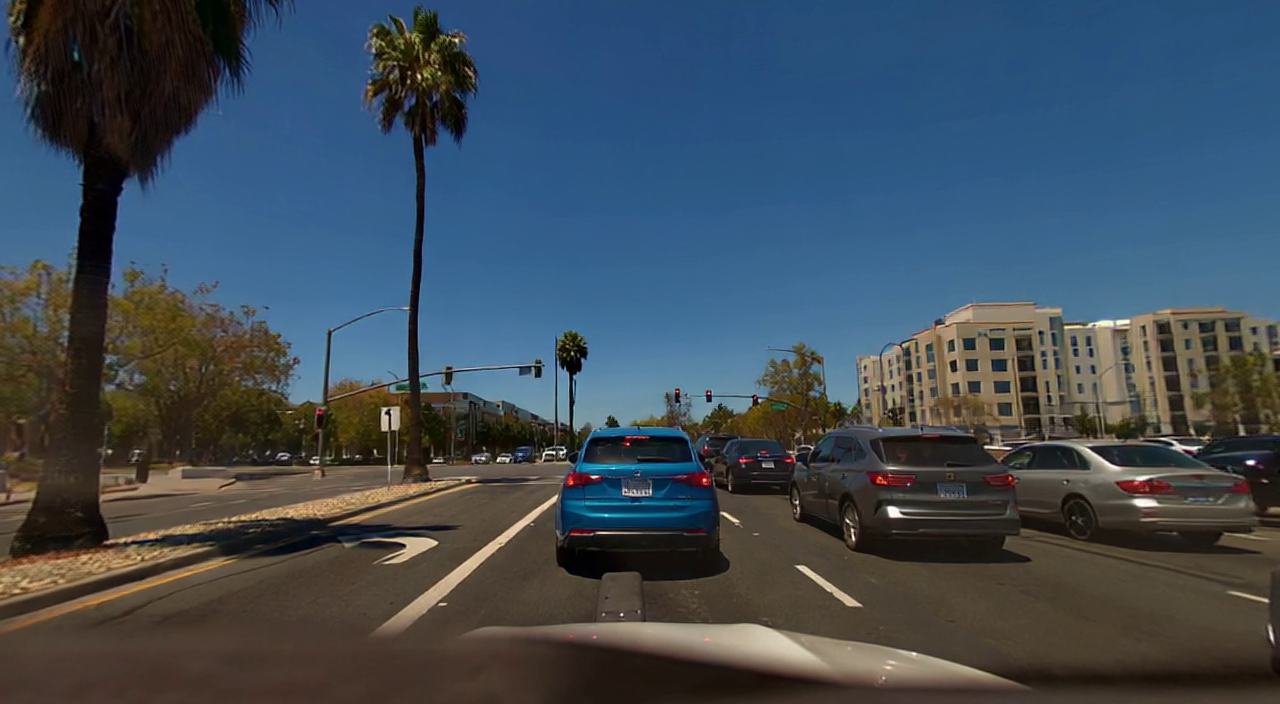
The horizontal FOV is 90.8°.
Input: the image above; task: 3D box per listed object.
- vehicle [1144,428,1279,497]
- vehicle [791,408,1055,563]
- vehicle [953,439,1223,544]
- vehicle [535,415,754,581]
[{"bbox_3d":[18.062,3.202,18.476,4.786,1.848,2.107,0,-9,-1],"label":"vehicle"},{"bbox_3d":[3.680,1.818,9.233,1.947,1.725,4.159,0,-9,1],"label":"vehicle"},{"bbox_3d":[7.378,2.295,11.032,1.832,1.477,3.981,0,-9,1],"label":"vehicle"},{"bbox_3d":[0.041,1.705,8.121,2.083,1.572,4.021,0,-9,0],"label":"vehicle"}]
